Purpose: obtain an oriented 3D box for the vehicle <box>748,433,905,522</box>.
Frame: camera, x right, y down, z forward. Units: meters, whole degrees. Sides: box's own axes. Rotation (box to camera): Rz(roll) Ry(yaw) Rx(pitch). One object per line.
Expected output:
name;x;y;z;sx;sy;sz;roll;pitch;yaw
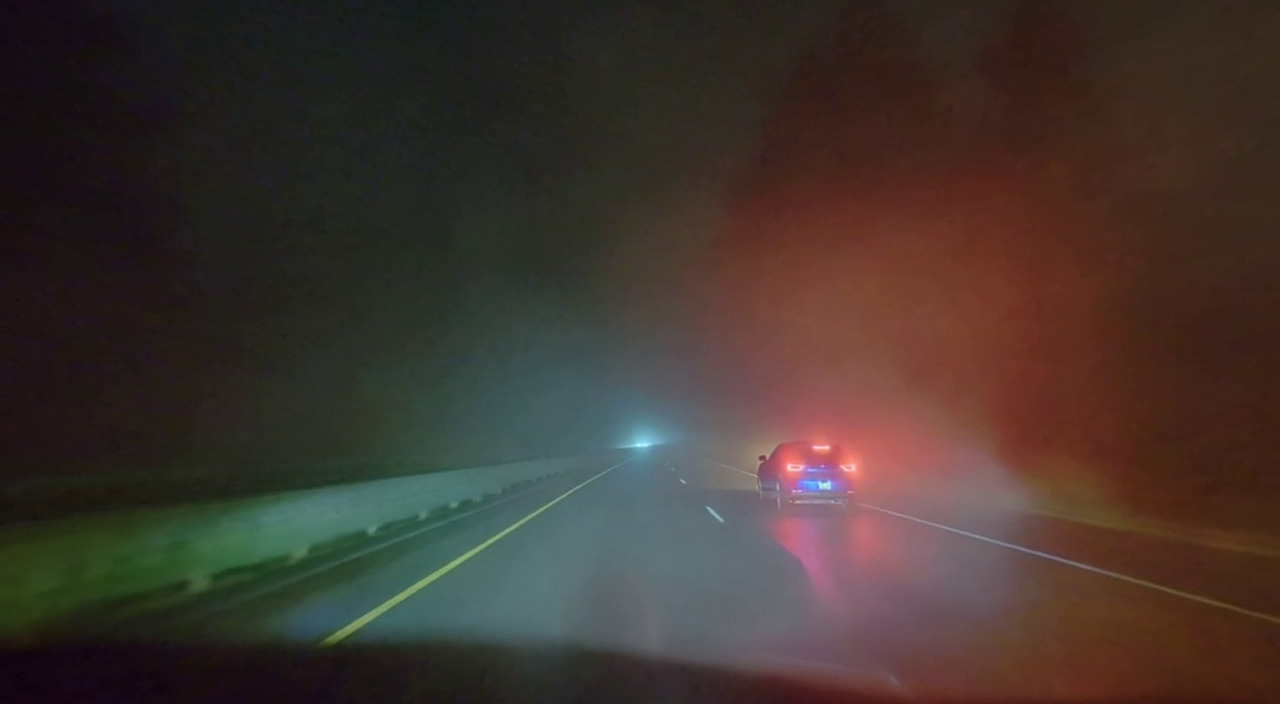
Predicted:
vehicle;3.590;2.482;13.012;1.997;1.515;4.025;0;-8;0
